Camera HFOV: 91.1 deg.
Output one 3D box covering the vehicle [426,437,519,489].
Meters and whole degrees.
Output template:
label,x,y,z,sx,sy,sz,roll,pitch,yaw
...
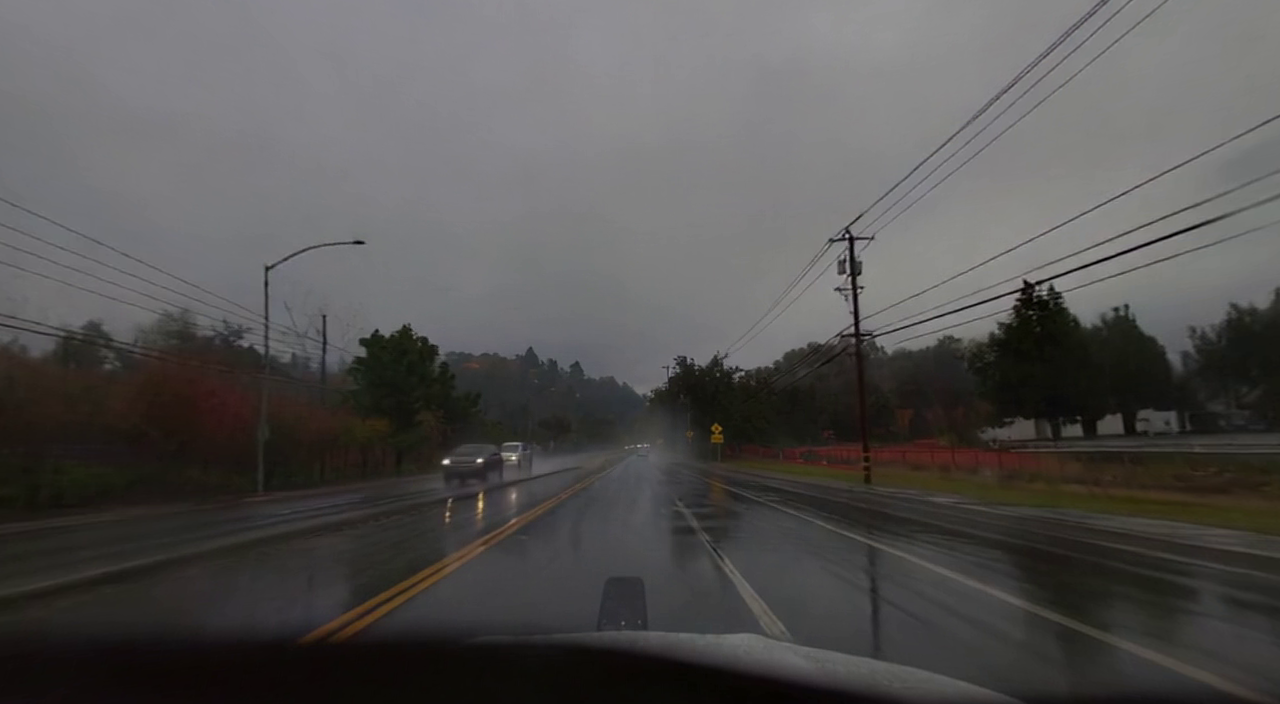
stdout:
label,x,y,z,sx,sy,sz,roll,pitch,yaw
vehicle,-7.765,5.201,29.894,2.766,2.122,5.753,-2,-8,1
